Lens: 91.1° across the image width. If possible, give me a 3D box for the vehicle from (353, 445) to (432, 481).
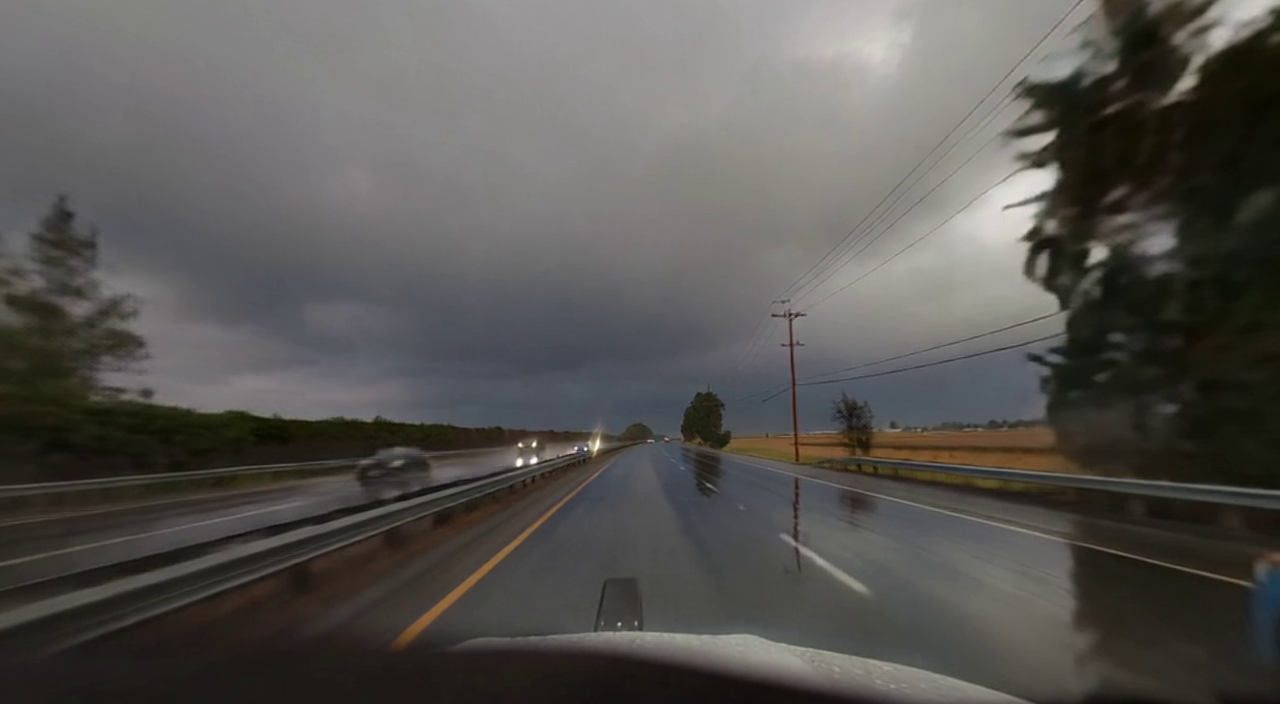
[{"bbox_3d":[-11.061,4.960,28.354,1.899,1.437,4.094,0,-8,0],"label":"vehicle"}]
